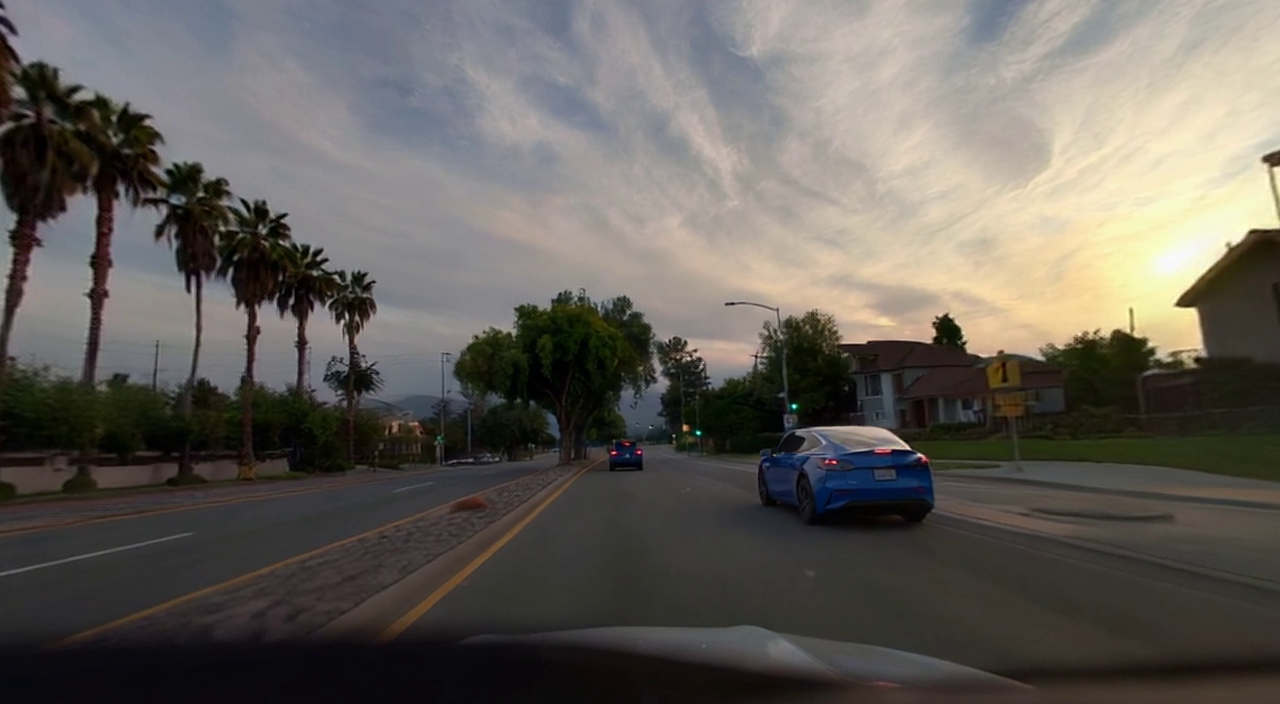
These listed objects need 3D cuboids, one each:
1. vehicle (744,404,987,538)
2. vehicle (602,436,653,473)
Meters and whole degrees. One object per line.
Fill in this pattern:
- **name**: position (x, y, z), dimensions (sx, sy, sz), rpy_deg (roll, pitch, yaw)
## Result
- **vehicle**: position (3.521, 2.007, 11.268), dimensions (2.205, 1.803, 5.135), rpy_deg (0, -9, -3)
- **vehicle**: position (-0.660, 5.079, 31.460), dimensions (2.341, 1.709, 4.466), rpy_deg (0, -8, -2)
